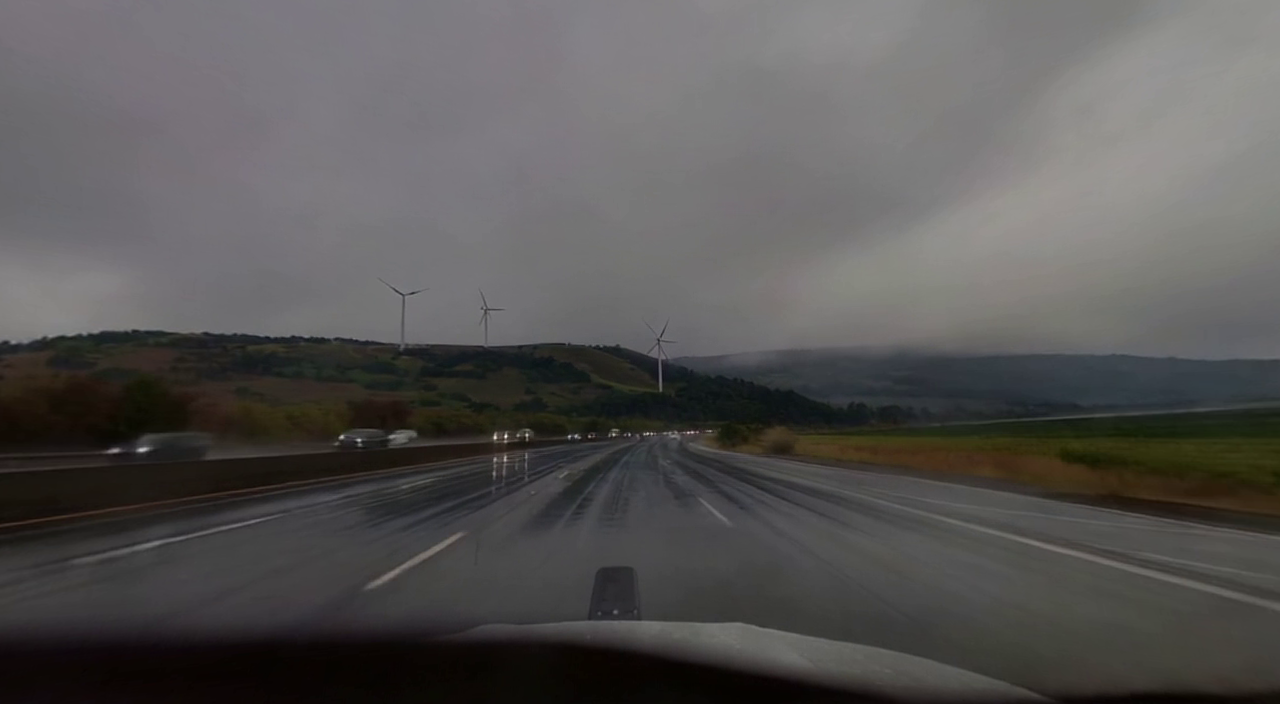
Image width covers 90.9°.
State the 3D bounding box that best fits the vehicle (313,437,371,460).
[{"bbox_3d":[-19.992,6.455,42.417,1.875,1.456,4.044,0,-8,1],"label":"vehicle"}]

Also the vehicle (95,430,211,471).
[{"bbox_3d":[-23.898,4.827,31.172,2.006,1.838,4.631,0,-8,0],"label":"vehicle"}]
